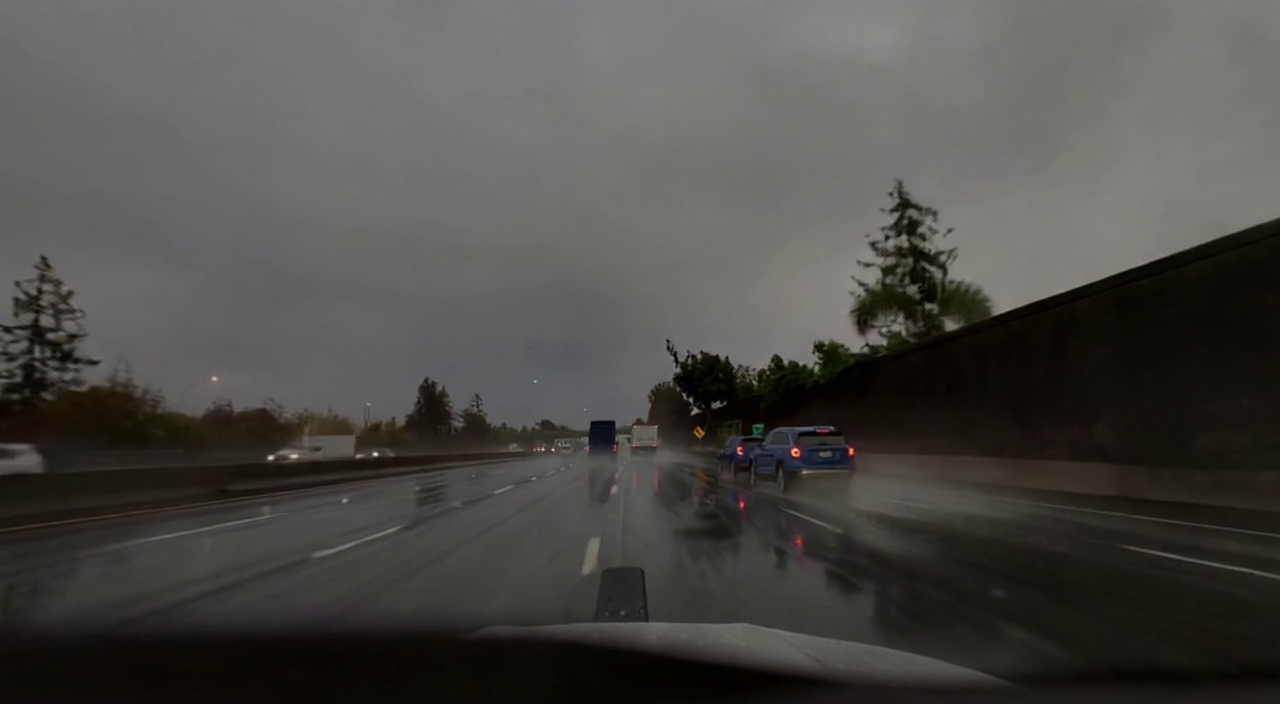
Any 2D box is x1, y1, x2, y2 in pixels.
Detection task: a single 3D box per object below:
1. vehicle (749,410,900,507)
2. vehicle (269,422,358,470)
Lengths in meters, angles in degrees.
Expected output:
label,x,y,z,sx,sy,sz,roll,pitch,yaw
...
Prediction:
label,x,y,z,sx,sy,sz,roll,pitch,yaw
vehicle,4.699,2.818,17.125,2.408,2.210,4.999,0,-8,-2
vehicle,-24.012,6.973,46.896,2.746,3.200,7.131,0,-8,0
